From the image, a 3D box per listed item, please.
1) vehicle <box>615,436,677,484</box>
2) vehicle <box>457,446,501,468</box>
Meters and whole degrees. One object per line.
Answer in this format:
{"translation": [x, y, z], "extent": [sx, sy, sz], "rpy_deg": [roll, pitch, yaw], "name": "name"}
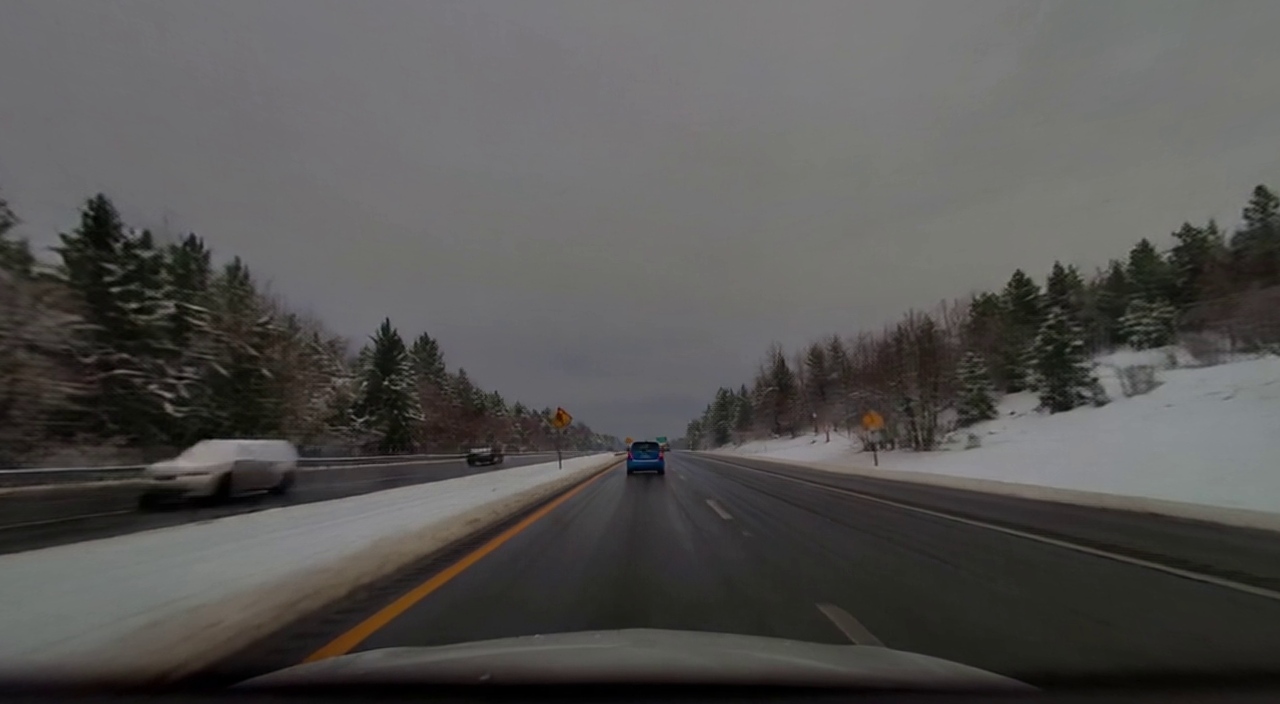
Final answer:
{"translation": [0.221, 4.167, 24.484], "extent": [2.190, 1.706, 4.062], "rpy_deg": [0, -9, 0], "name": "vehicle"}
{"translation": [-11.440, 7.460, 44.955], "extent": [1.847, 1.486, 4.383], "rpy_deg": [0, -9, 2], "name": "vehicle"}
